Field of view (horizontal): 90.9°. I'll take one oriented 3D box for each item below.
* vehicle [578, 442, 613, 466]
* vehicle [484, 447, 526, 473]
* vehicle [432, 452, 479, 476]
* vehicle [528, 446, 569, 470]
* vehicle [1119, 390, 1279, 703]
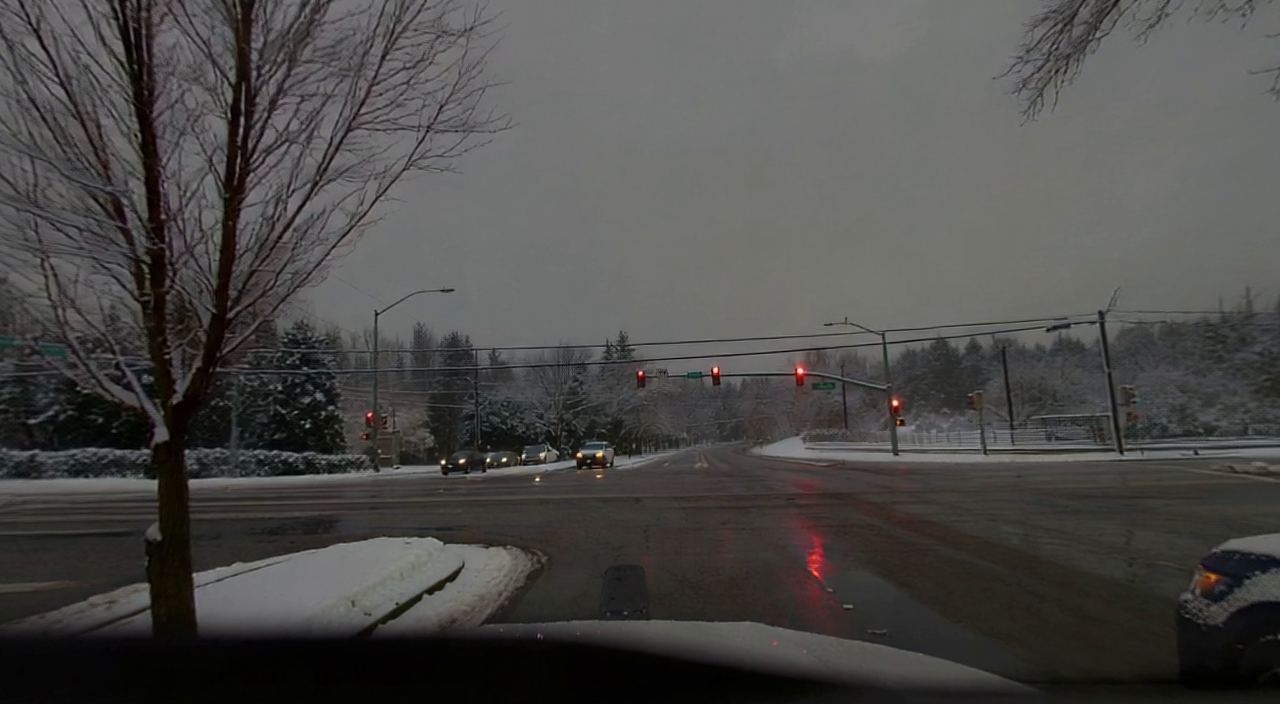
[{"bbox_3d":[-3.429,8.000,49.529,2.215,1.732,4.684,-1,-9,3],"label":"vehicle"},{"bbox_3d":[-9.770,7.837,45.937,2.064,1.725,4.243,0,-9,1],"label":"vehicle"},{"bbox_3d":[-13.386,8.115,45.985,2.101,1.637,4.304,0,-9,1],"label":"vehicle"},{"bbox_3d":[-6.535,7.608,45.495,2.126,1.657,4.307,-1,-9,2],"label":"vehicle"},{"bbox_3d":[3.060,0.614,0.422,1.978,1.468,4.544,0,-9,1],"label":"vehicle"}]
